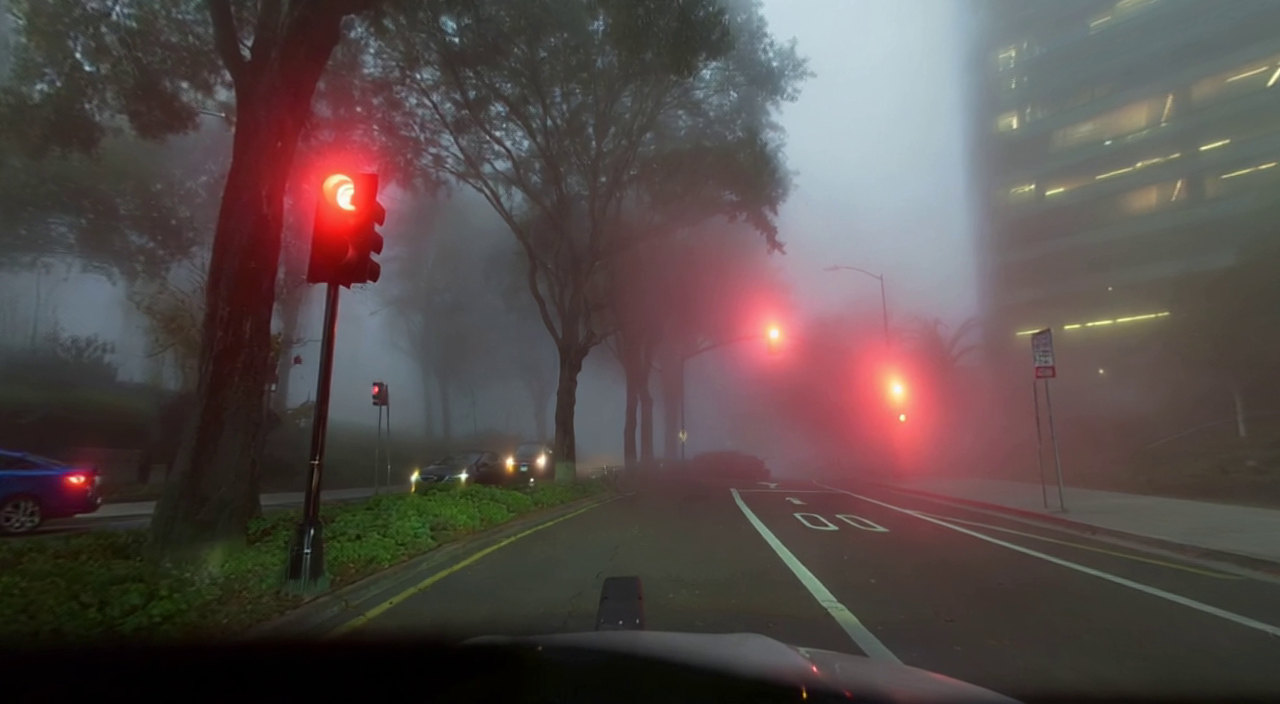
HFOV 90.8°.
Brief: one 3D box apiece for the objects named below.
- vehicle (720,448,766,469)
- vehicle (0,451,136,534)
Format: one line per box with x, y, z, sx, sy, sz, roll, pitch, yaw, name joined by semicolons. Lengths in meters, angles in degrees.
7.856;8.118;48.418;1.829;1.440;4.384;2;-9;-14;vehicle
-12.856;2.712;12.270;4.598;1.490;1.816;7;-11;-40;vehicle
